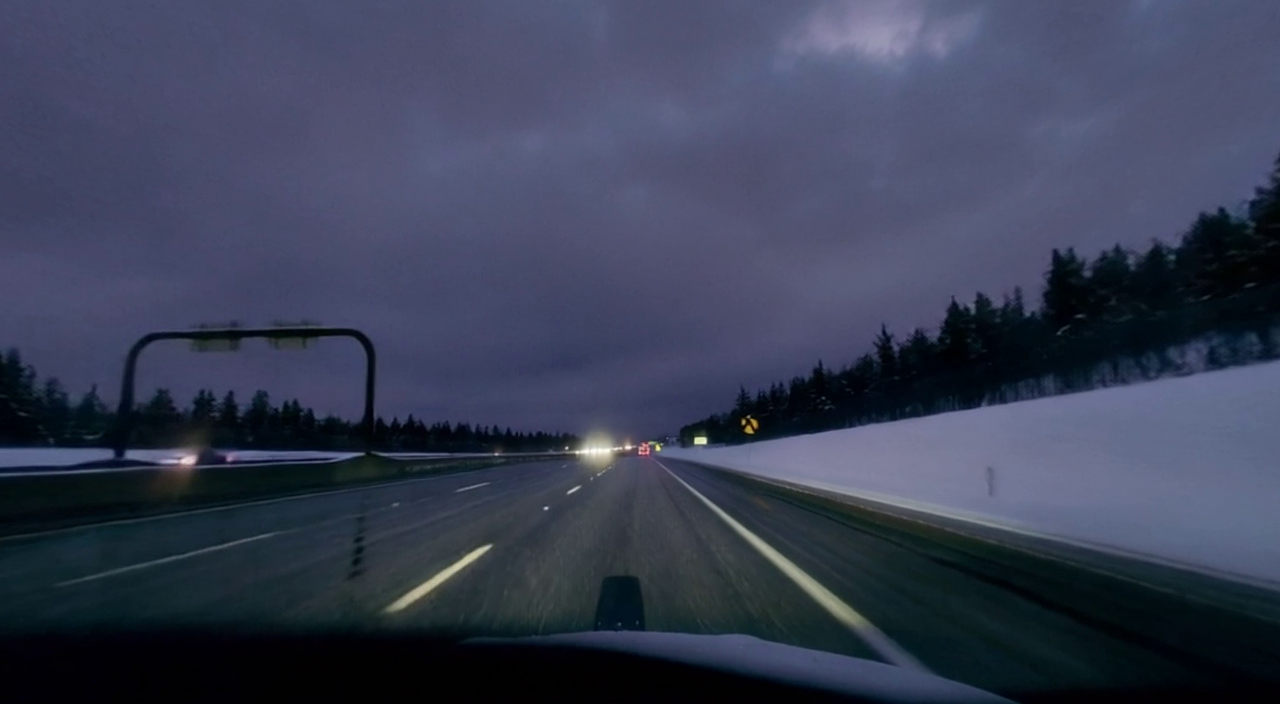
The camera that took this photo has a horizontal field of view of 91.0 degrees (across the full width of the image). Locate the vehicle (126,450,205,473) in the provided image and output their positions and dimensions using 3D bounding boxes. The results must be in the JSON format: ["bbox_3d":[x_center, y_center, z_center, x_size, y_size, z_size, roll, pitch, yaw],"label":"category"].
[{"bbox_3d":[-34.804,8.044,46.376,1.951,1.596,4.811,0,-9,1],"label":"vehicle"}]
